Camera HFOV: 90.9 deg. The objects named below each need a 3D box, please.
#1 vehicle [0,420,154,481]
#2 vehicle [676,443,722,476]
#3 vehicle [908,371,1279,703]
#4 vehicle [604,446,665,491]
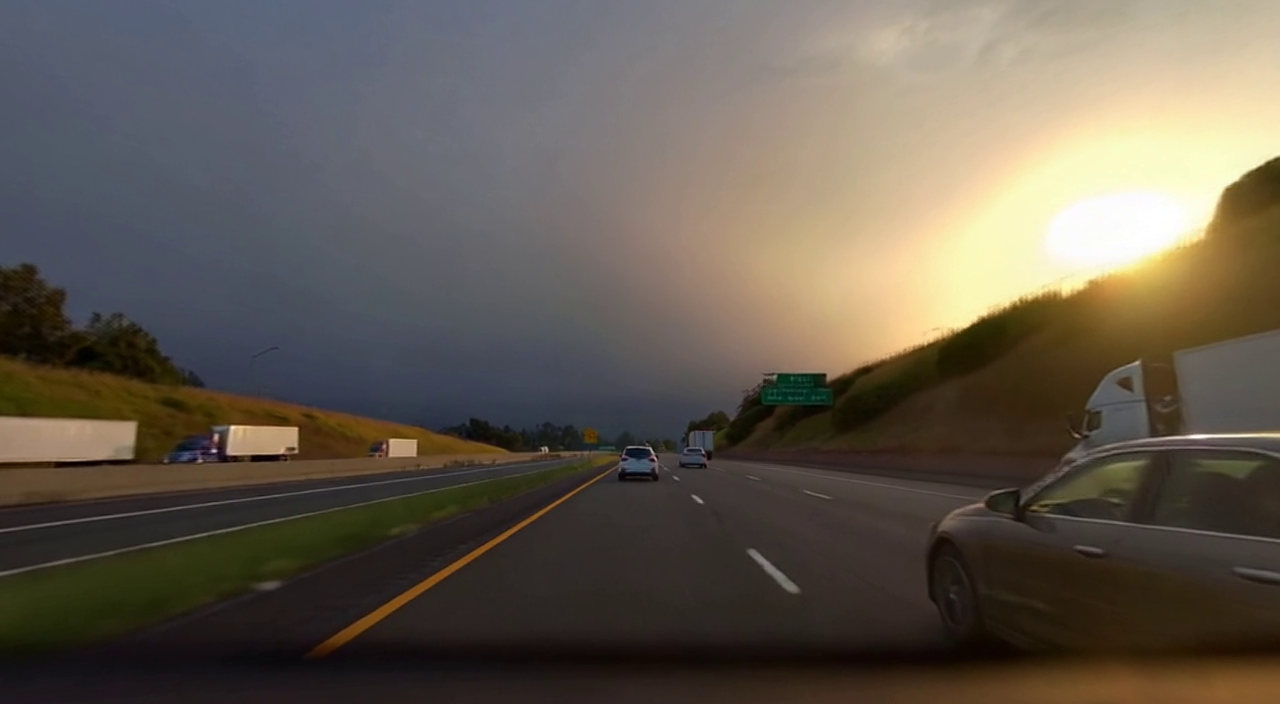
[{"bbox_3d":[-36.056,5.695,36.768,2.901,3.250,16.142,-2,-7,-1],"label":"vehicle"},{"bbox_3d":[3.154,5.878,34.591,2.048,1.704,4.284,0,-9,0],"label":"vehicle"},{"bbox_3d":[3.015,0.890,2.320,1.997,1.534,4.664,0,-9,0],"label":"vehicle"},{"bbox_3d":[-0.174,4.087,22.353,1.970,1.441,3.846,0,-9,0],"label":"vehicle"}]
